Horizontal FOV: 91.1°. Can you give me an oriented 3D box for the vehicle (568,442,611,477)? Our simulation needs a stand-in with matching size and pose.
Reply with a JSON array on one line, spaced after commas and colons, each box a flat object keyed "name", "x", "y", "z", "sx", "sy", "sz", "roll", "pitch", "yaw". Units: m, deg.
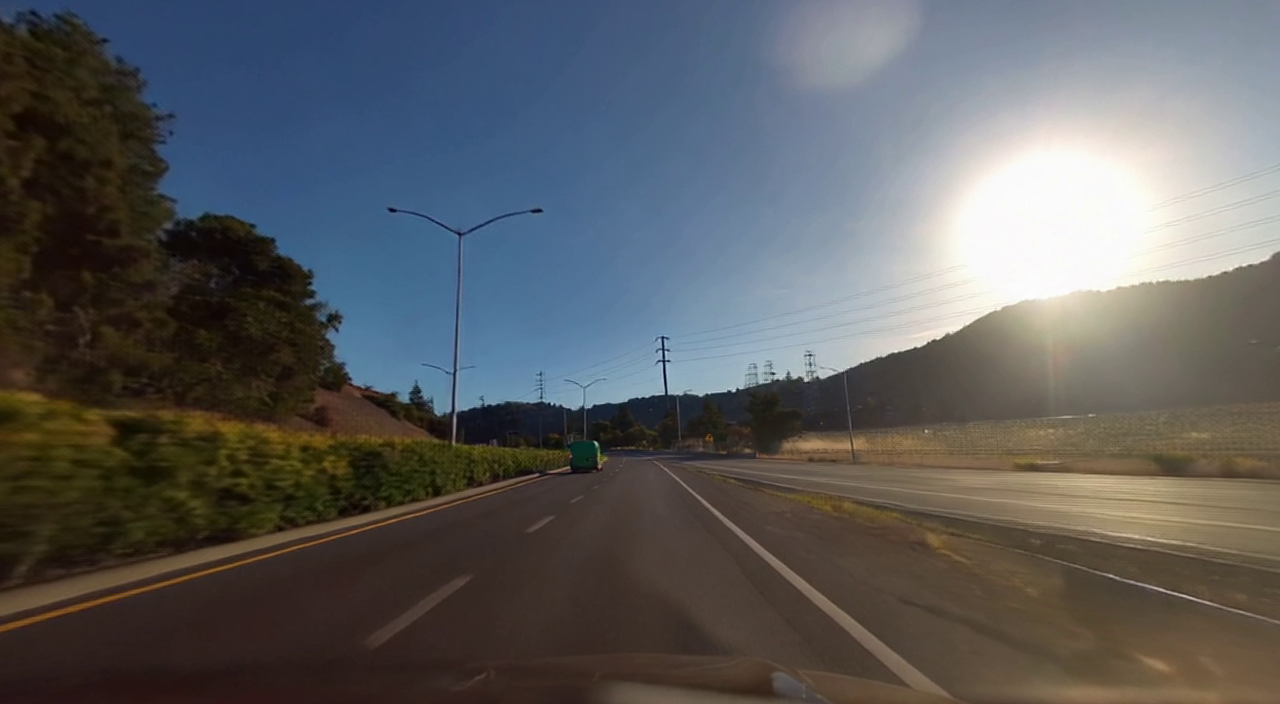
[{"name": "vehicle", "x": -3.027, "y": 6.612, "z": 38.878, "sx": 2.270, "sy": 2.023, "sz": 4.632, "roll": 0, "pitch": -9, "yaw": 0}]
